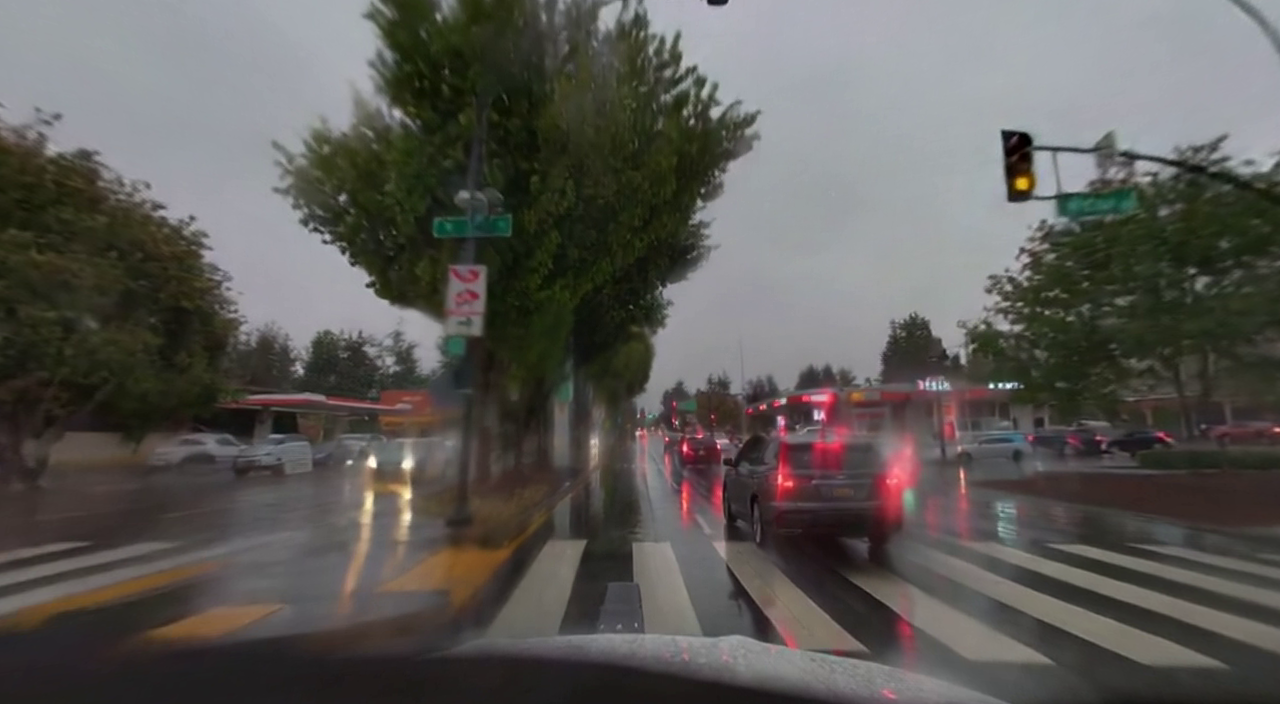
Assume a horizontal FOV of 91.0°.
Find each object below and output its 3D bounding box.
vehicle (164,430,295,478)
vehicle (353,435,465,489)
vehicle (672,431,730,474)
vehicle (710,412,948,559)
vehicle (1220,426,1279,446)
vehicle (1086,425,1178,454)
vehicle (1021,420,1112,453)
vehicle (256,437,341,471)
[{"bbox_3d":[-18.111,4.539,28.201,2.201,1.931,5.425,0,-9,0],"label":"vehicle"},{"bbox_3d":[-7.512,3.623,21.015,2.014,1.566,4.437,0,-9,0],"label":"vehicle"},{"bbox_3d":[2.514,4.309,27.096,1.999,1.679,4.217,0,-9,-1],"label":"vehicle"},{"bbox_3d":[2.516,1.958,9.950,2.183,1.720,4.842,0,-9,-1],"label":"vehicle"},{"bbox_3d":[45.181,6.120,45.944,3.647,1.414,1.691,-3,-9,20],"label":"vehicle"},{"bbox_3d":[28.227,5.089,36.280,2.131,1.561,3.901,0,-9,-1],"label":"vehicle"},{"bbox_3d":[24.669,4.966,36.632,2.066,1.817,4.675,0,-9,1],"label":"vehicle"},{"bbox_3d":[-18.154,5.432,33.740,1.881,1.679,4.598,0,-9,1],"label":"vehicle"}]
